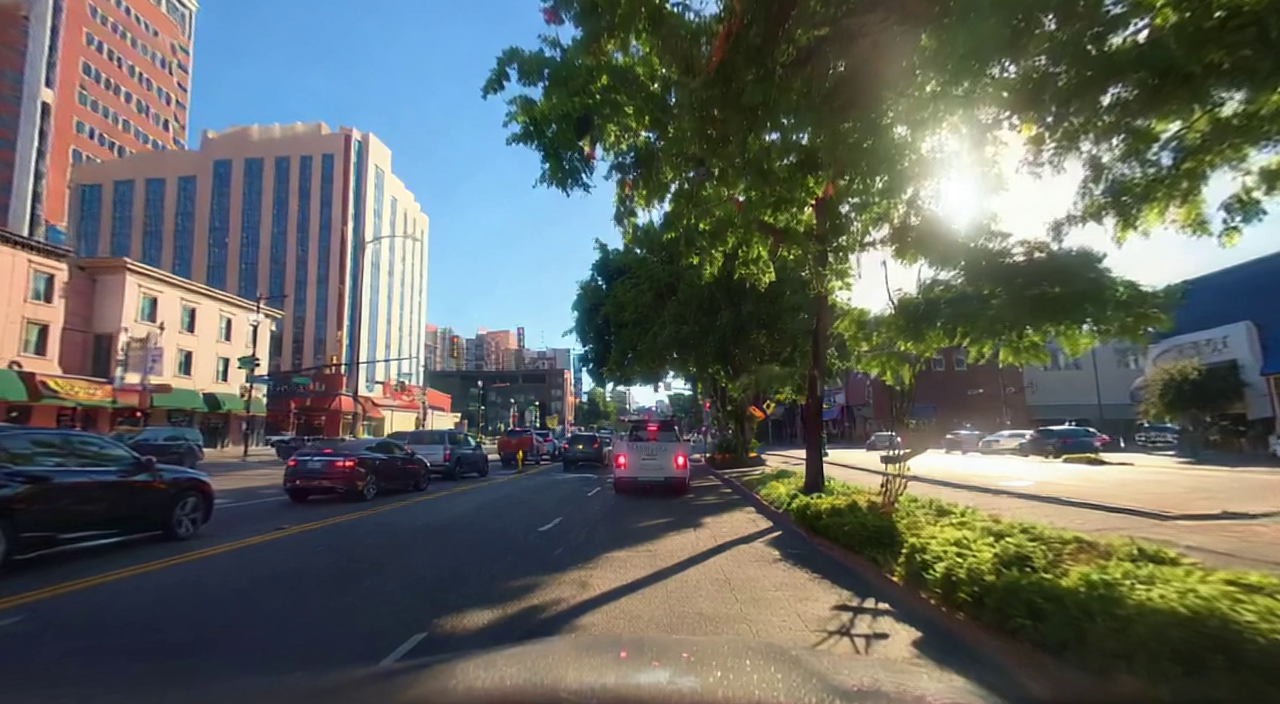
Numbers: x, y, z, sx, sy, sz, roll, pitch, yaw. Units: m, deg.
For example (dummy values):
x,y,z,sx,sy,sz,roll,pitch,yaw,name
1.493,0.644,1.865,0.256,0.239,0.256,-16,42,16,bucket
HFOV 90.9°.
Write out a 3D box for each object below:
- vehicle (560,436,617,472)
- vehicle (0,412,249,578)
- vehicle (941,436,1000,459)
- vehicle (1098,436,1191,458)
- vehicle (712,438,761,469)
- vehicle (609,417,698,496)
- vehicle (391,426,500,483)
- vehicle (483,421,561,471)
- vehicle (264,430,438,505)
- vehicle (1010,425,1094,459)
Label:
x,y,z,sx,sy,sz,roll,pitch,yaw,name
-2.195,4.522,28.075,1.894,1.461,4.080,-1,-8,4,vehicle
-6.783,1.499,7.064,1.901,1.510,4.367,0,-8,1,vehicle
21.979,6.345,41.903,3.836,1.443,1.694,5,-10,-32,vehicle
31.146,5.846,38.968,4.176,1.313,1.719,0,-8,3,vehicle
4.769,5.081,31.818,2.023,1.441,4.240,0,-8,3,vehicle
0.367,2.749,16.886,2.064,1.817,4.298,0,-8,2,vehicle
-6.259,3.361,20.910,1.941,1.655,4.503,0,-8,3,vehicle
-5.290,4.310,29.008,2.496,2.112,4.351,-1,-8,4,vehicle
-6.399,2.594,14.632,1.831,1.451,4.382,0,-8,2,vehicle
20.769,4.547,31.768,4.156,1.622,1.924,6,-10,-33,vehicle
